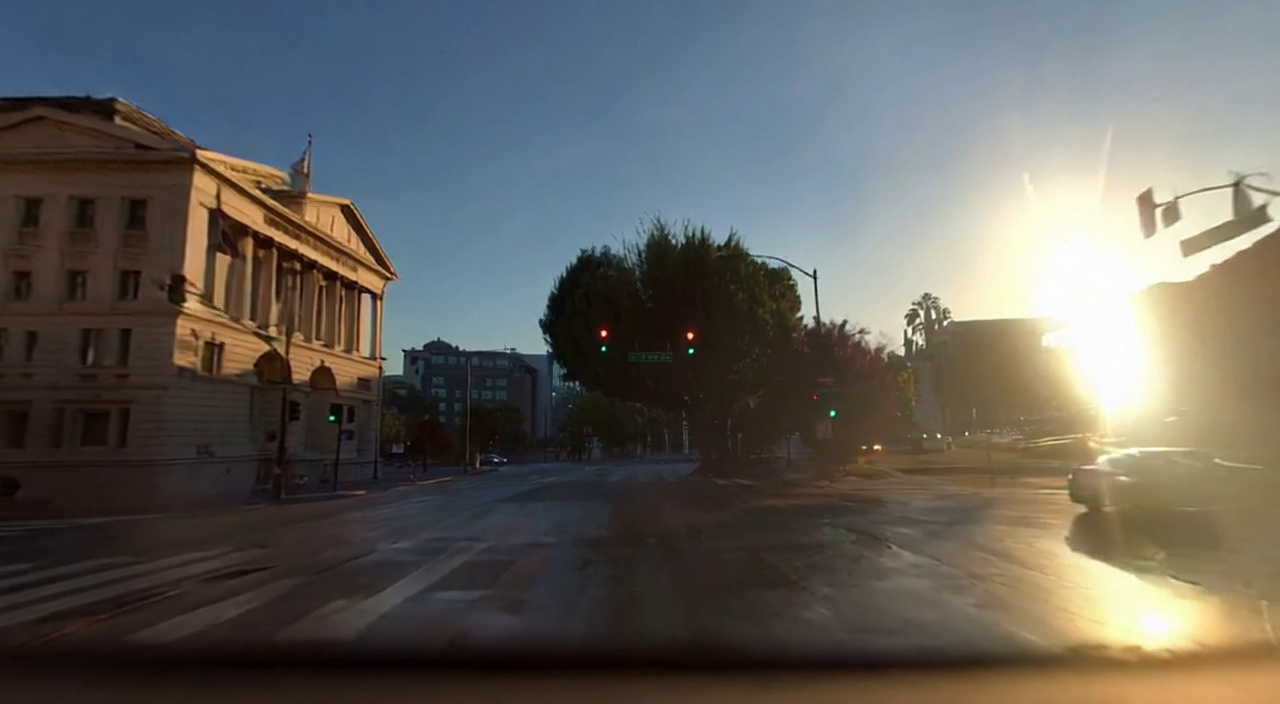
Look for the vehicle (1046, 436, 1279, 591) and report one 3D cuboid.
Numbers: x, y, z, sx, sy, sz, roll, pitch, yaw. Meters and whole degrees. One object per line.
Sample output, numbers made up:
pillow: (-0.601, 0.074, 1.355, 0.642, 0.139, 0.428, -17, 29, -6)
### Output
vehicle: (6.860, 1.918, 8.439, 2.085, 1.530, 4.125, -5, -10, 29)
